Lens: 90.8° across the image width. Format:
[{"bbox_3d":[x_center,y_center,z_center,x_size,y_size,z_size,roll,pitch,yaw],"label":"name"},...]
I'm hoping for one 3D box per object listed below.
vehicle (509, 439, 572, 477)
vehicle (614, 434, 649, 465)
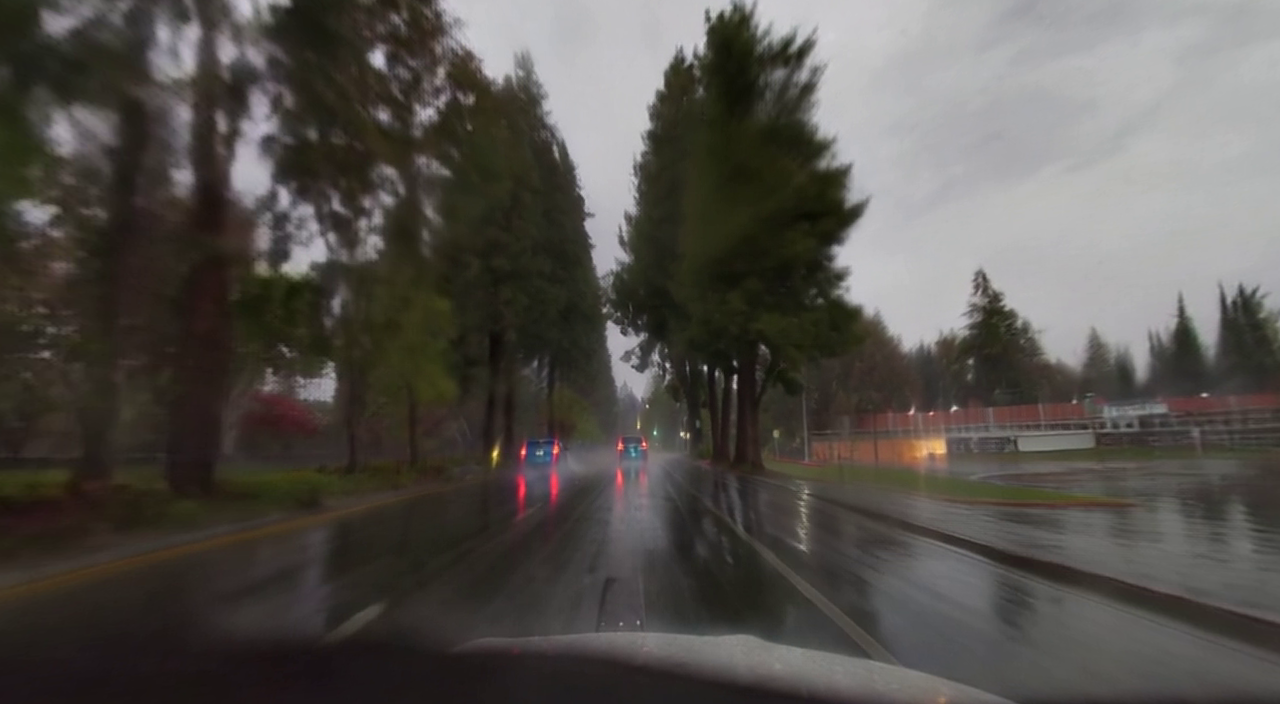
[{"bbox_3d":[-4.063,4.373,26.407,1.917,1.448,4.178,0,-8,1],"label":"vehicle"},{"bbox_3d":[-0.487,5.884,38.360,2.018,1.769,3.897,0,-8,-1],"label":"vehicle"}]
